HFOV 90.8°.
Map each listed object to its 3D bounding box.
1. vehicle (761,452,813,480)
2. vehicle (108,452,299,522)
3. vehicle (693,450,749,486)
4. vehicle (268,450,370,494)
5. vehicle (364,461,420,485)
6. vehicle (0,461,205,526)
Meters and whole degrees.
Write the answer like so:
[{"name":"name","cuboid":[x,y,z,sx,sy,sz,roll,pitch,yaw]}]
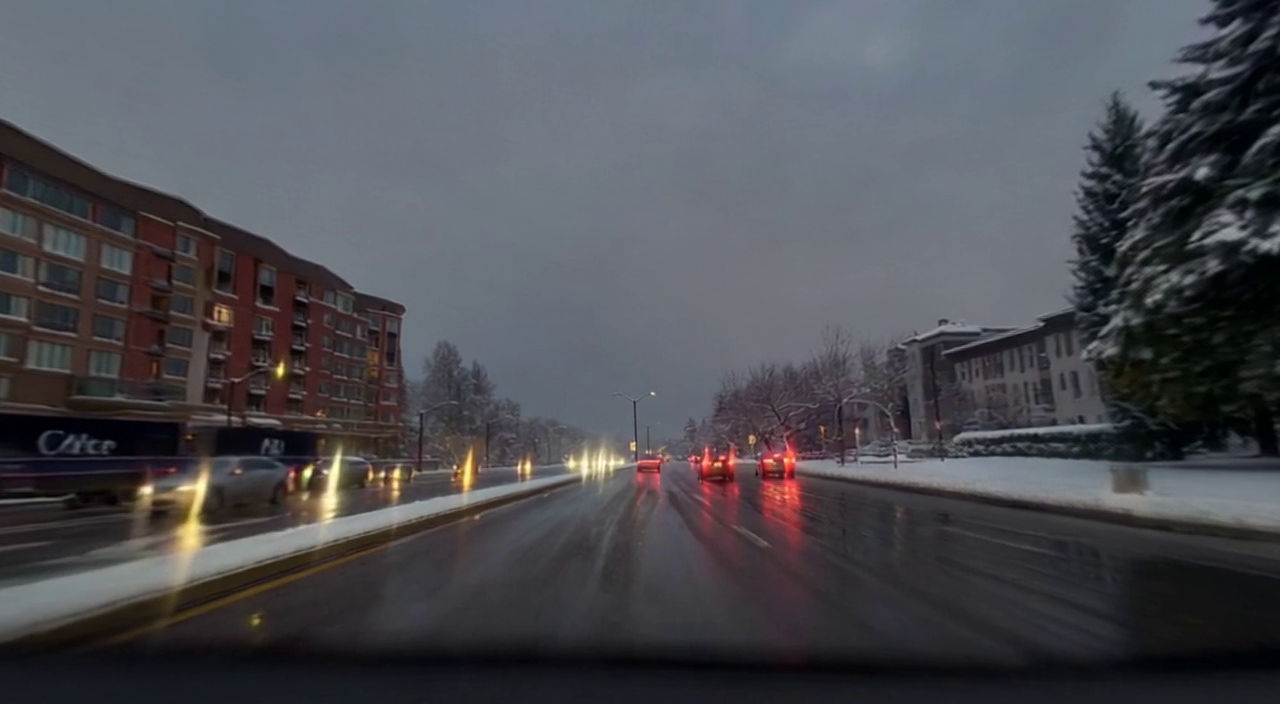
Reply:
[{"name":"vehicle","cuboid":[8.180,6.332,35.443,1.932,1.439,4.159,0,-9,0]},{"name":"vehicle","cuboid":[-11.535,3.545,17.165,1.919,1.602,4.346,-1,-9,3]},{"name":"vehicle","cuboid":[3.660,5.330,29.328,2.020,1.479,4.650,0,-9,0]},{"name":"vehicle","cuboid":[-14.503,5.427,28.905,2.024,1.798,4.588,-1,-9,3]},{"name":"vehicle","cuboid":[-17.185,8.395,44.019,1.804,1.421,4.659,-1,-9,3]},{"name":"vehicle","cuboid":[-14.915,3.894,17.899,1.918,1.485,4.412,-1,-9,1]}]
